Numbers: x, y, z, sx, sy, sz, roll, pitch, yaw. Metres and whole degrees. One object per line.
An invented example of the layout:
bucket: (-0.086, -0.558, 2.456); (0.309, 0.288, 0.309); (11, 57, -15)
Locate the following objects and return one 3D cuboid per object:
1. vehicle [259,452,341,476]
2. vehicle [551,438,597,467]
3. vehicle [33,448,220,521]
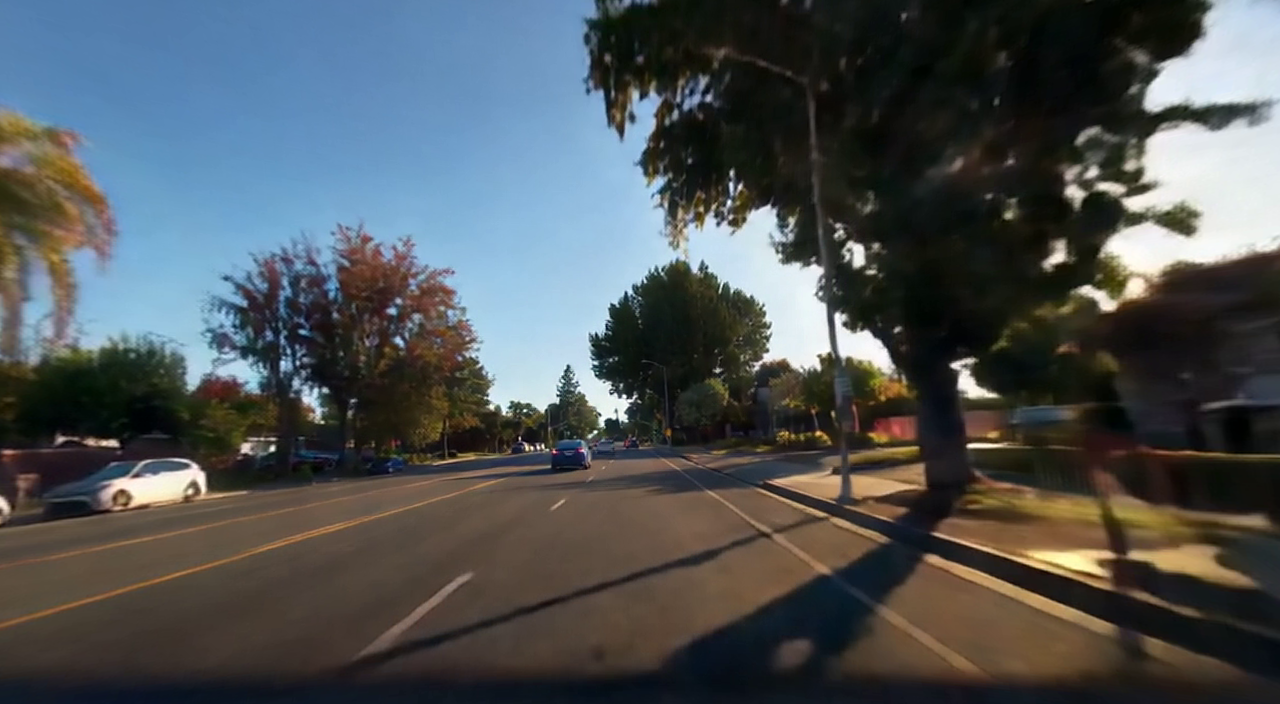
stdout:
vehicle: (-22.300, 7.352, 41.534); (4.252, 1.458, 1.915); (0, -8, 1)
vehicle: (-3.513, 5.482, 34.558); (2.030, 1.467, 4.251); (0, -8, 0)
vehicle: (-15.752, 4.017, 19.801); (2.050, 1.784, 4.577); (-3, -8, 0)
